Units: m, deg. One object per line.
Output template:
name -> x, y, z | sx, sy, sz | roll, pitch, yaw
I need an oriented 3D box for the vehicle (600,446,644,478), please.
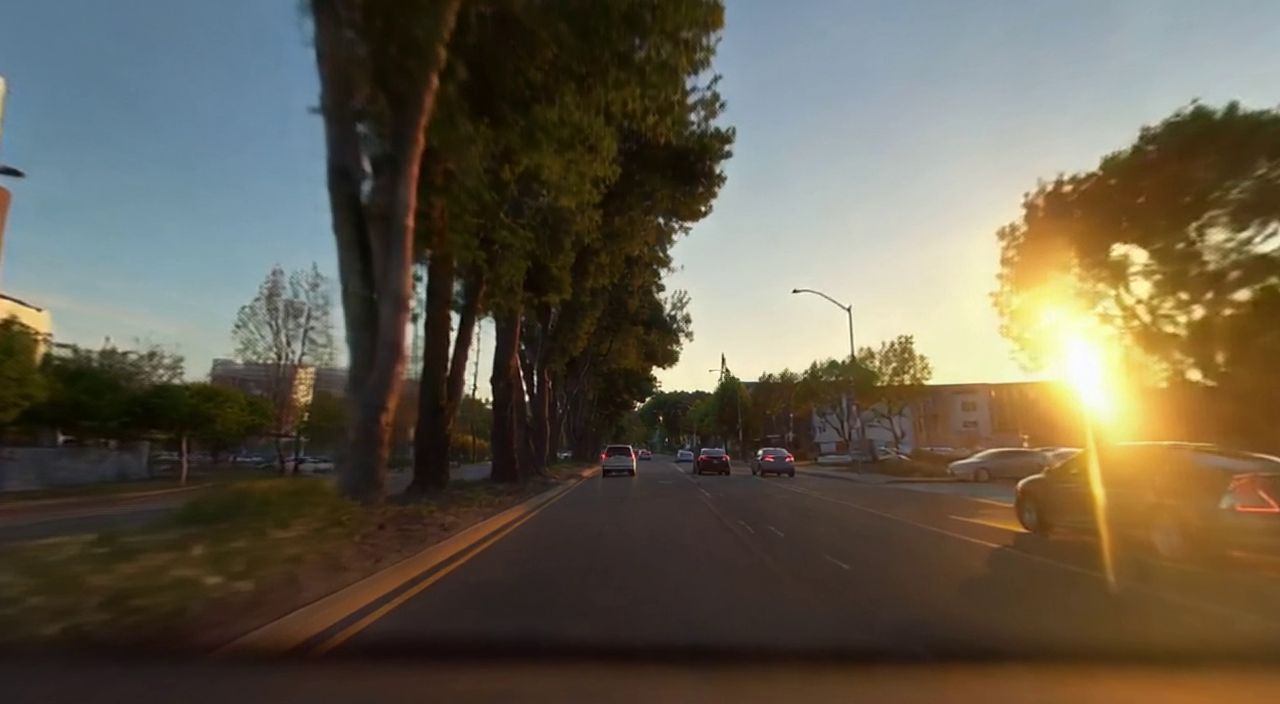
vehicle -> -0.865, 5.498, 31.773 | 2.077, 1.477, 3.897 | 0, -8, -1

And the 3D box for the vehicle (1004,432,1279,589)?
vehicle -> 7.125, 1.855, 8.263 | 1.888, 1.508, 4.646 | 0, -8, -1

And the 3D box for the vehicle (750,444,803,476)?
vehicle -> 7.671, 6.115, 36.000 | 1.945, 1.687, 4.292 | 0, -8, -1

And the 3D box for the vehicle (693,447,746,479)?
vehicle -> 3.799, 5.380, 30.894 | 2.020, 1.472, 3.958 | 0, -8, 0
